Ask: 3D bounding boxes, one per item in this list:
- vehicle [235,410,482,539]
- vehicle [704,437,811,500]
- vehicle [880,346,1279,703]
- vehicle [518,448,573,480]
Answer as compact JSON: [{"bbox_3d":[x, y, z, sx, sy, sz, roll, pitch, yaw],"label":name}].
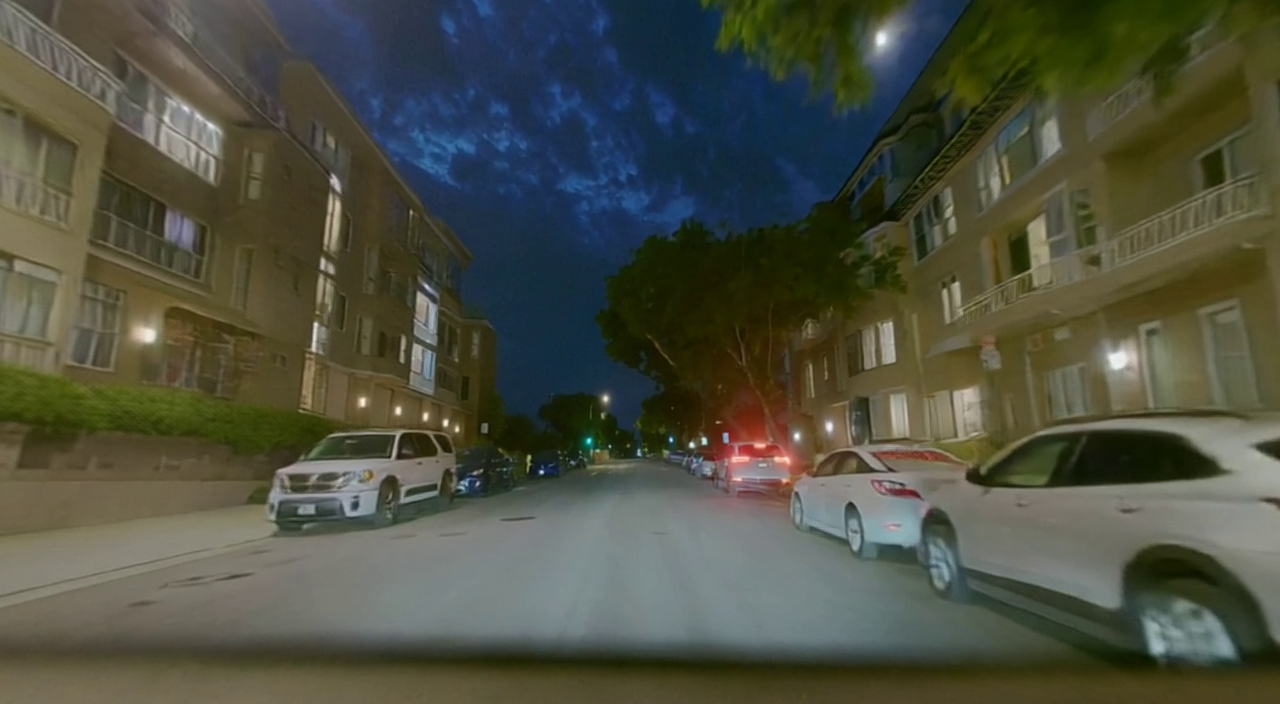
[{"bbox_3d":[-5.564,2.557,13.776,2.596,2.152,5.689,-1,-9,2],"label":"vehicle"},{"bbox_3d":[3.946,4.054,22.626,2.473,1.895,6.050,0,-8,-2],"label":"vehicle"},{"bbox_3d":[3.592,1.105,3.968,2.216,1.790,5.077,0,-8,1],"label":"vehicle"},{"bbox_3d":[-5.446,6.518,37.176,2.222,1.735,5.215,-1,-8,2],"label":"vehicle"}]
